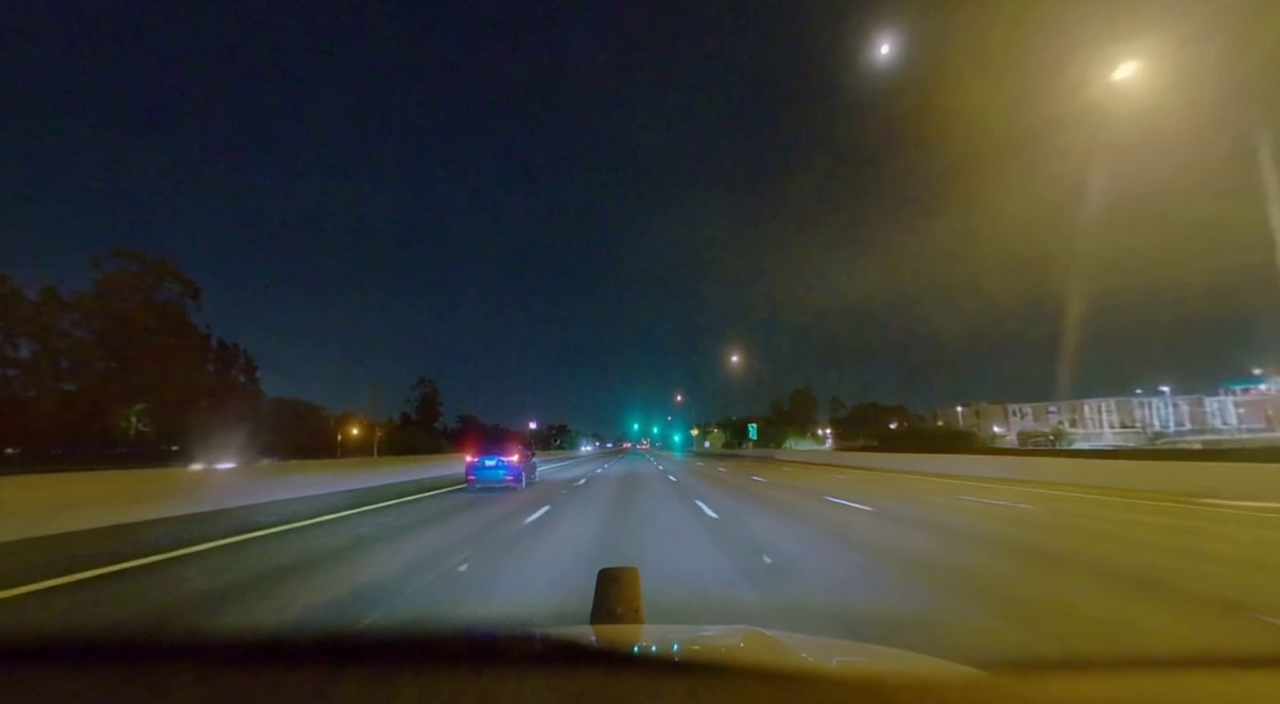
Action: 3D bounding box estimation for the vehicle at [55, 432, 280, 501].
[{"bbox_3d":[-13.788,3.371,19.155,2.275,1.743,5.937,0,-9,0],"label":"vehicle"}]

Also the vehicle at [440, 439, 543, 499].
[{"bbox_3d":[-4.094,3.293,18.199,1.900,1.492,4.495,0,-9,0],"label":"vehicle"}]
